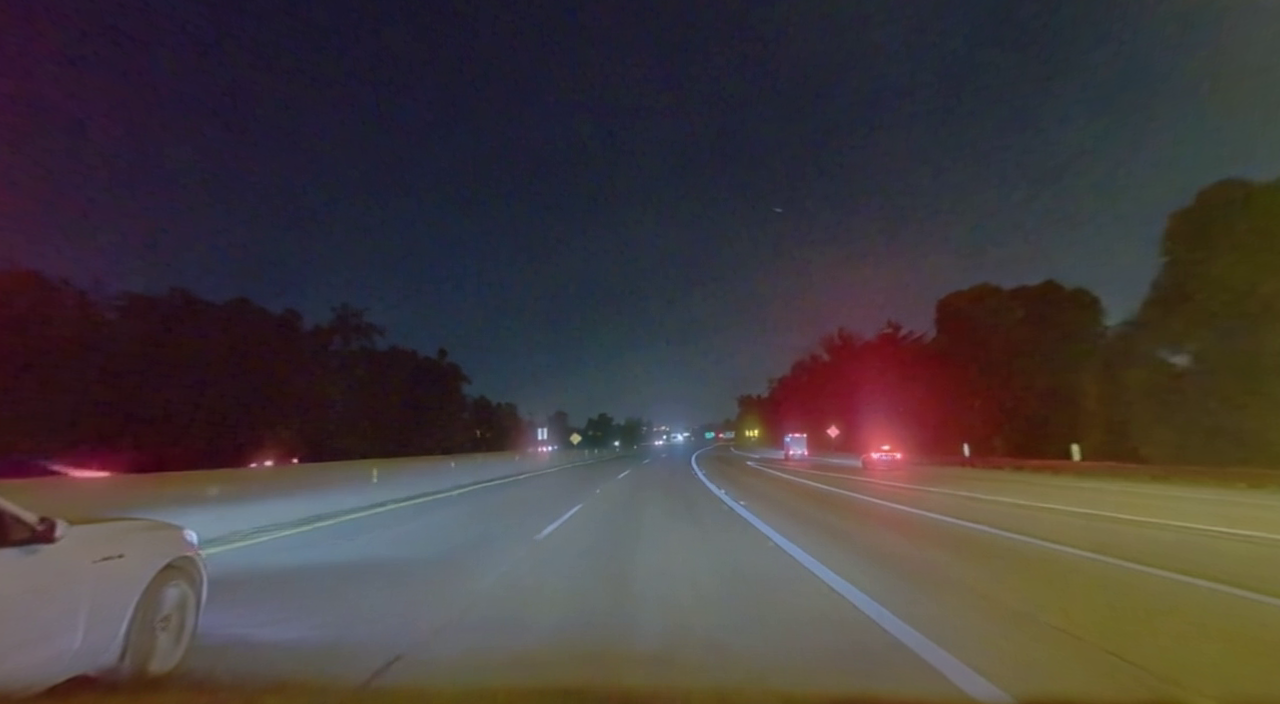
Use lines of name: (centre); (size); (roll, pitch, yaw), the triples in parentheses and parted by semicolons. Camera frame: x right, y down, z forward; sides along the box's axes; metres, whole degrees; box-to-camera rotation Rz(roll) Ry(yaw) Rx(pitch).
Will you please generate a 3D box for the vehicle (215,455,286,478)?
vehicle: (-28.161, 8.268, 45.691); (2.024, 1.472, 4.537); (-1, -8, 4)
